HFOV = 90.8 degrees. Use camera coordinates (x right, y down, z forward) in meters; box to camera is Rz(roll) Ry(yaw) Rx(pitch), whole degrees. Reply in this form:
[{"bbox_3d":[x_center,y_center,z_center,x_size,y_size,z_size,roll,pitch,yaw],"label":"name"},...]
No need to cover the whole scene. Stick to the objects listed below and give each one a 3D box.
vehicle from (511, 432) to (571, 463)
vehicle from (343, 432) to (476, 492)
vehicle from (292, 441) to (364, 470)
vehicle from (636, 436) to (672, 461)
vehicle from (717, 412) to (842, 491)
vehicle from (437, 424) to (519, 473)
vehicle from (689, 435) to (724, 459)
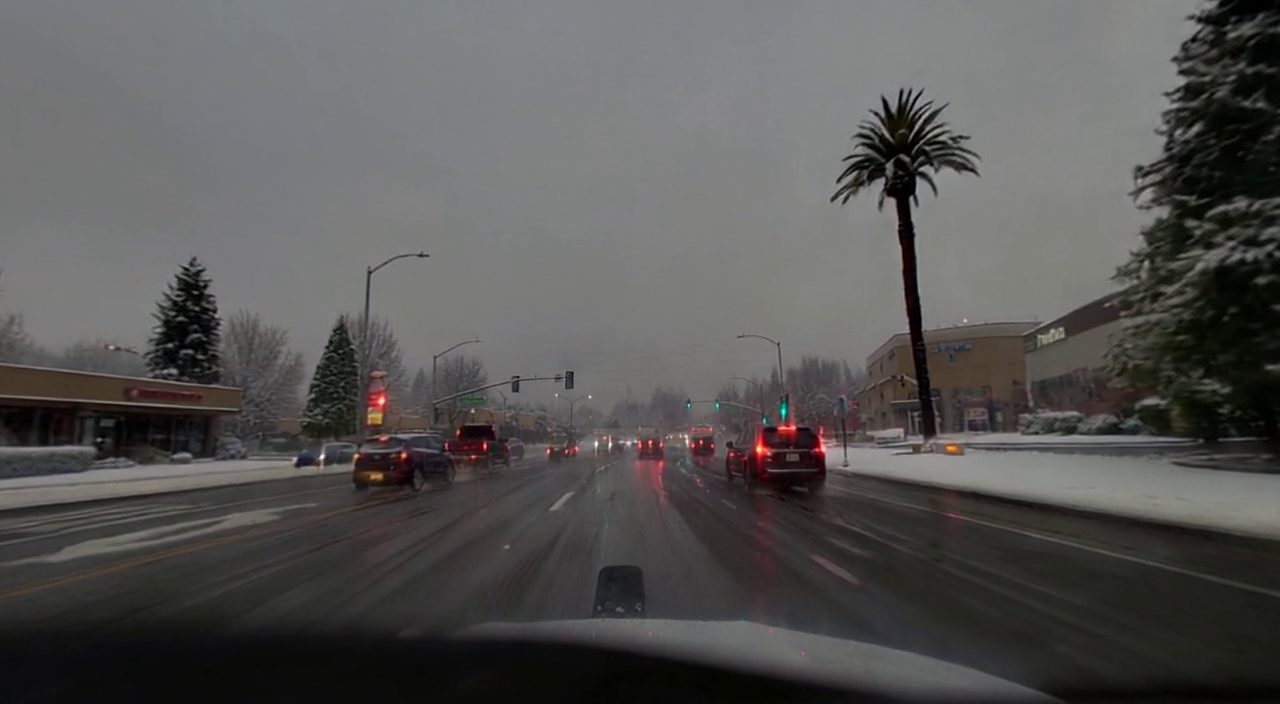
[{"bbox_3d":[-5.794,5.663,37.546,2.088,1.746,4.650,-2,-8,10],"label":"vehicle"},{"bbox_3d":[-6.444,3.137,18.420,1.935,1.483,4.973,0,-8,1],"label":"vehicle"},{"bbox_3d":[-19.685,6.545,40.088,1.978,1.693,4.463,-1,-8,6],"label":"vehicle"},{"bbox_3d":[0.924,6.049,39.782,2.057,1.492,3.825,-1,-8,4],"label":"vehicle"},{"bbox_3d":[3.752,2.818,18.152,2.267,1.931,5.145,0,-8,-2],"label":"vehicle"},{"bbox_3d":[-6.819,4.122,27.173,2.127,1.888,4.637,-1,-8,2],"label":"vehicle"},{"bbox_3d":[4.506,6.503,43.430,2.149,1.532,4.168,-1,-8,2],"label":"vehicle"}]
